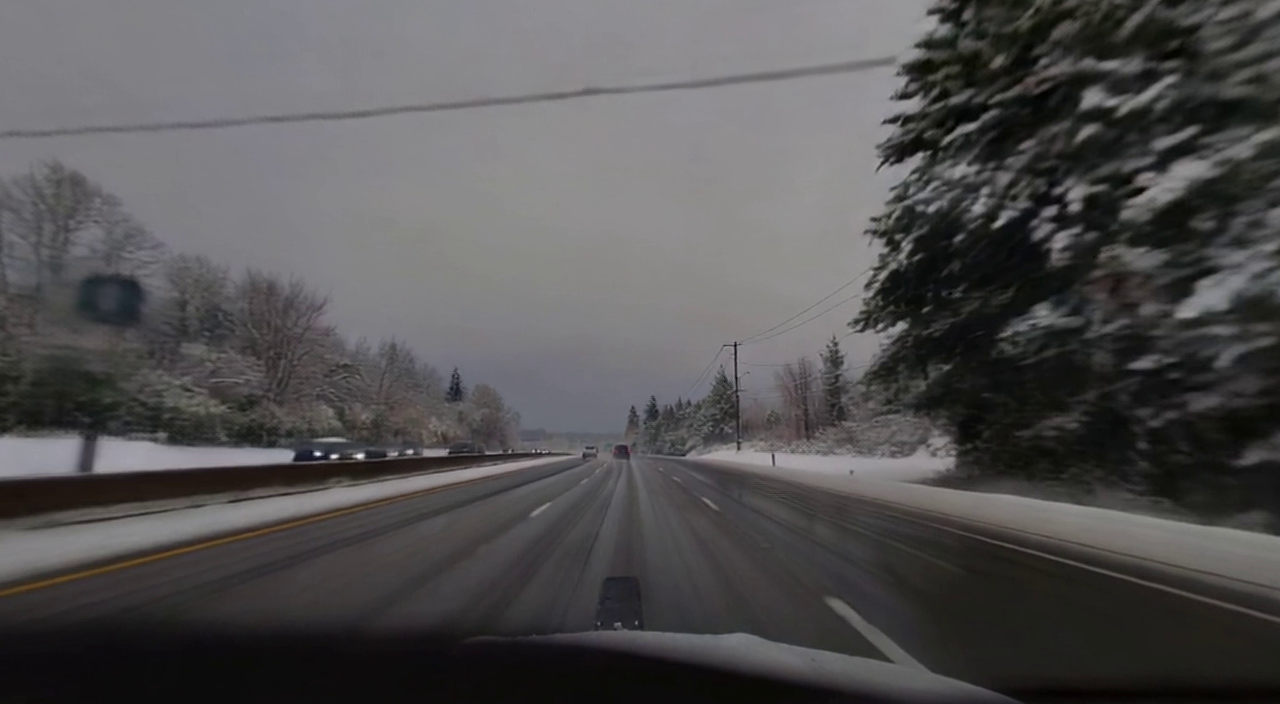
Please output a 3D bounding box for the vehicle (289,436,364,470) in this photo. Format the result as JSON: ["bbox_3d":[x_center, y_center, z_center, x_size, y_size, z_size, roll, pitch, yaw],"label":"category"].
[{"bbox_3d":[-18.655,6.029,37.876,2.078,1.862,4.871,0,-8,-1],"label":"vehicle"}]

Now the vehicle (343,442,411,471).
[{"bbox_3d":[-14.701,5.851,35.608,1.967,1.478,4.600,0,-8,-1],"label":"vehicle"}]
